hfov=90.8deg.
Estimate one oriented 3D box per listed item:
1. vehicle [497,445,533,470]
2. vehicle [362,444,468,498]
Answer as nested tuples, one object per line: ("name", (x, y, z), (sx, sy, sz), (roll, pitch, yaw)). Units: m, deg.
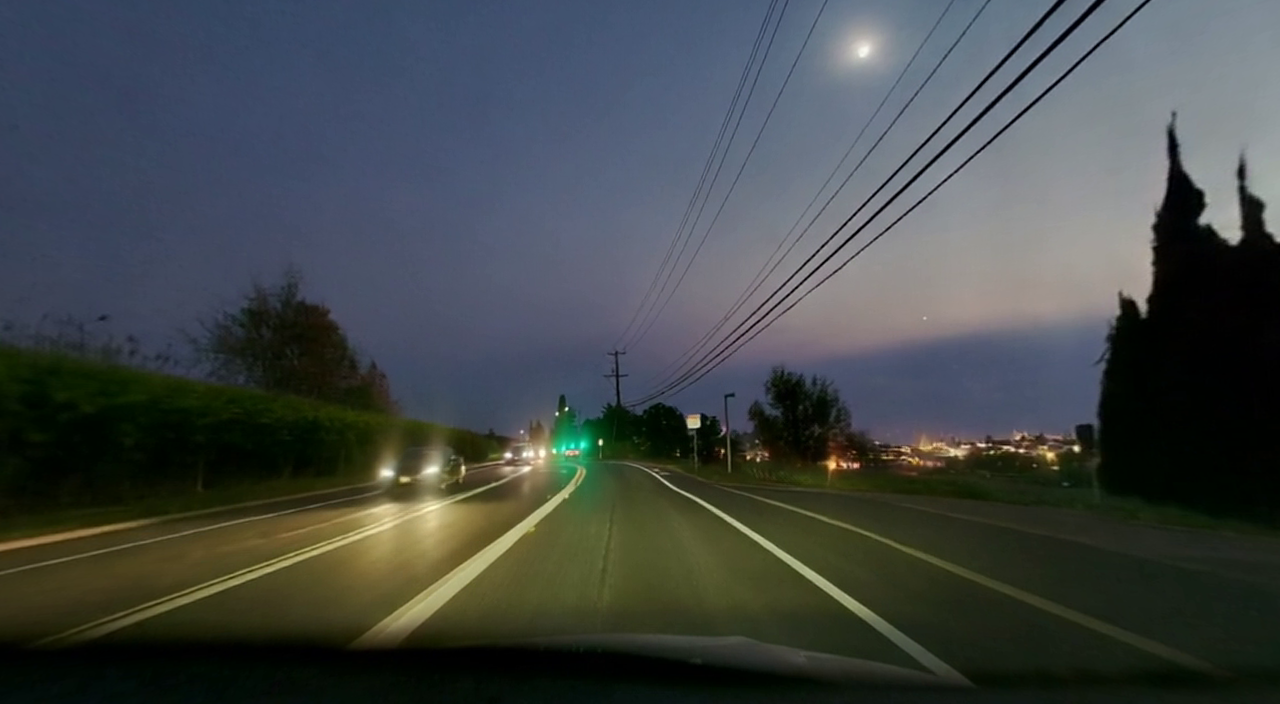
("vehicle", (-9.094, 7.675, 46.294), (2.116, 1.672, 4.438), (1, -8, -5))
("vehicle", (-6.869, 3.633, 19.816), (1.883, 1.474, 4.450), (0, -8, -3))
